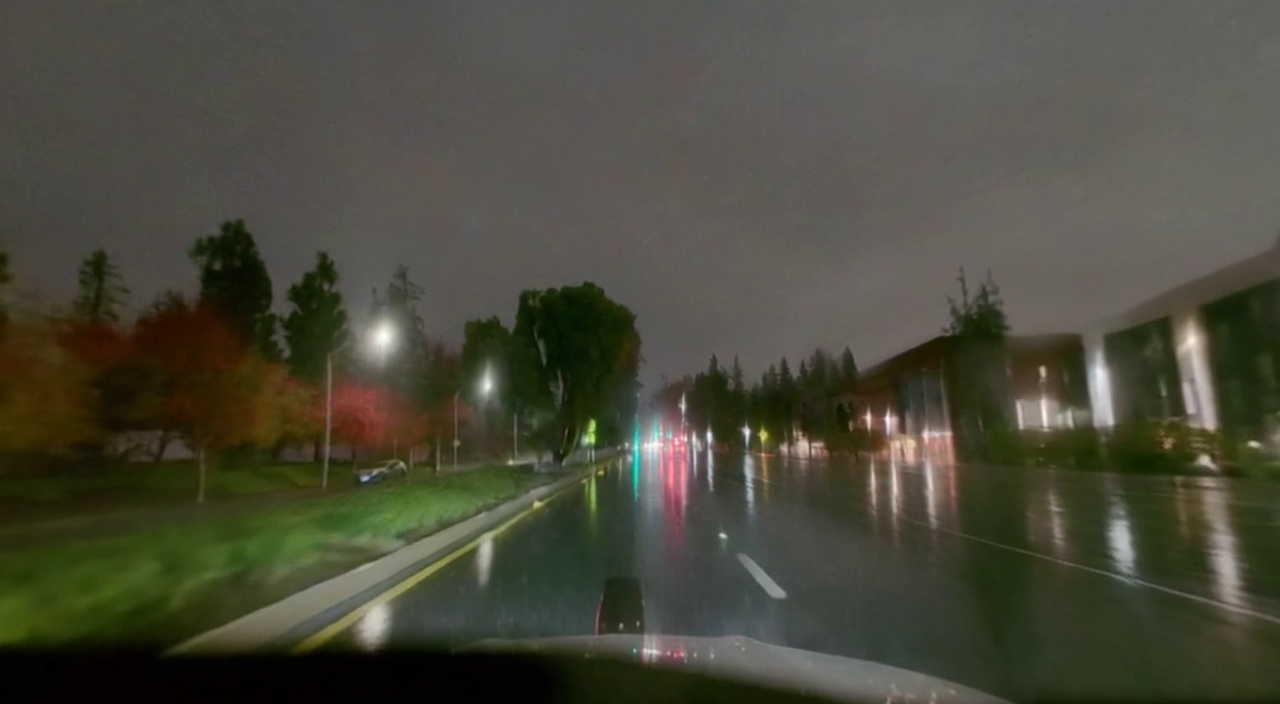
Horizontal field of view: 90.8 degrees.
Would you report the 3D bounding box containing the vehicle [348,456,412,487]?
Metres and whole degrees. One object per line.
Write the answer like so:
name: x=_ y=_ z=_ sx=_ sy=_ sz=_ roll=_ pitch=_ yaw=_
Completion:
vehicle: x=-15.861 y=7.266 z=38.789 sx=1.975 sy=1.629 sz=4.491 roll=0 pitch=-8 yaw=0
